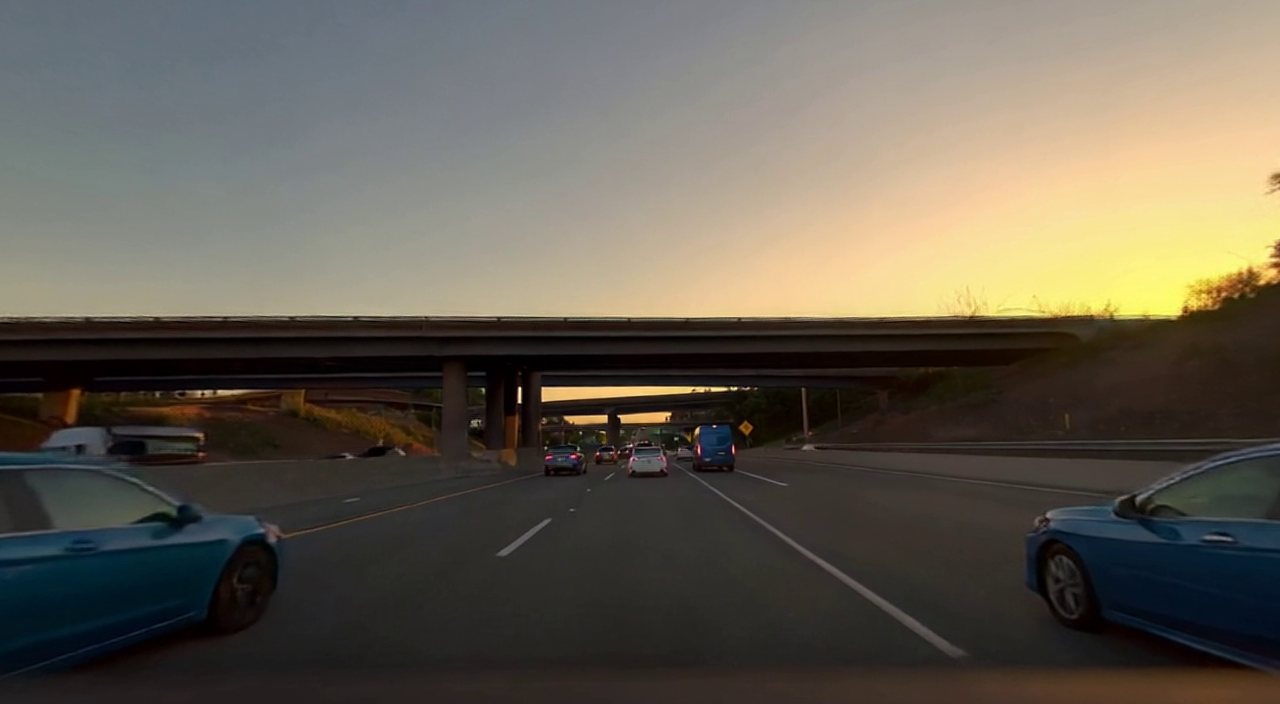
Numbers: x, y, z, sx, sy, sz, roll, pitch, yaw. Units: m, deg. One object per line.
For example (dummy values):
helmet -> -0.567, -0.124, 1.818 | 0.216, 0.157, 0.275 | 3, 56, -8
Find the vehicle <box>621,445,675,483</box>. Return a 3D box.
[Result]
vehicle -> 0.322, 4.802, 27.398 | 2.174, 1.467, 4.005 | 0, -8, 0

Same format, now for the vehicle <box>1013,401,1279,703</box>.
vehicle -> 4.077, 0.992, 2.830 | 2.085, 1.558, 4.466 | 0, -8, 1

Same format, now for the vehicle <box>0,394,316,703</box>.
vehicle -> -3.743, 1.040, 3.118 | 2.137, 1.562, 3.926 | 0, -8, 1

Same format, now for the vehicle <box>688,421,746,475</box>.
vehicle -> 4.224, 5.422, 35.883 | 2.436, 2.745, 6.607 | 0, -8, 0

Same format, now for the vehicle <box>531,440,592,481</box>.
vehicle -> -3.455, 4.873, 28.616 | 2.078, 1.706, 4.298 | -1, -8, 2
